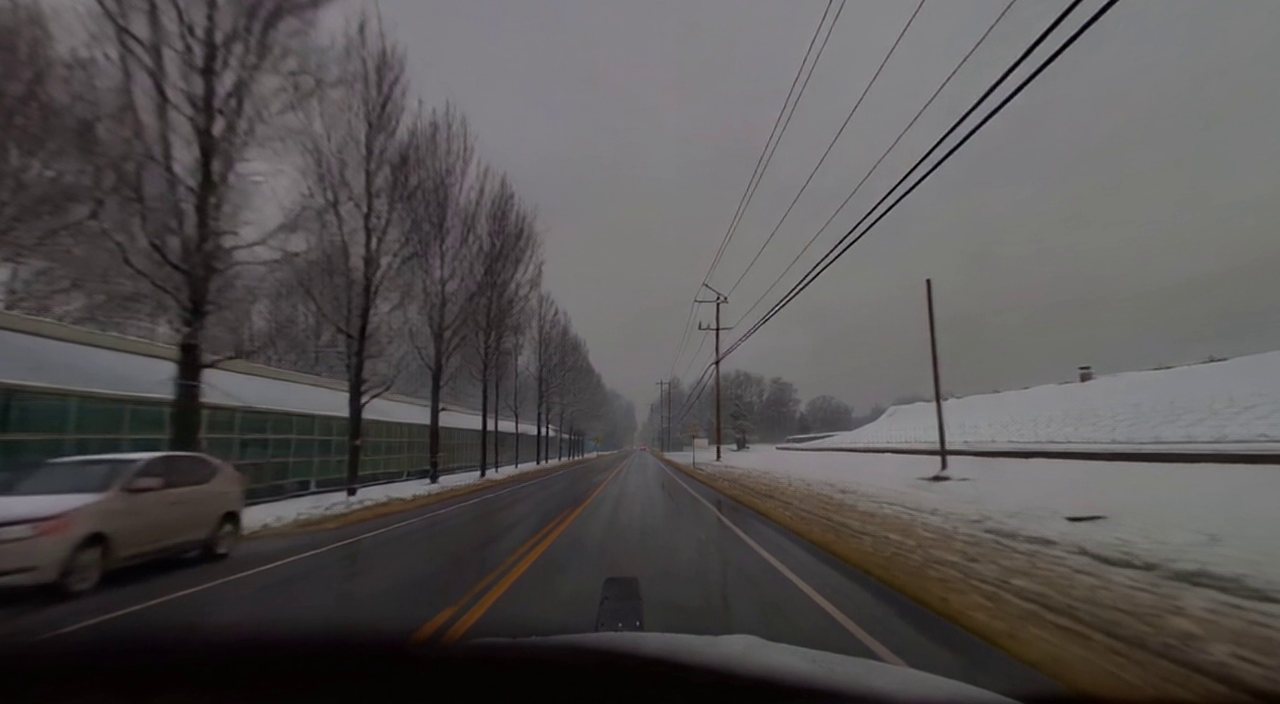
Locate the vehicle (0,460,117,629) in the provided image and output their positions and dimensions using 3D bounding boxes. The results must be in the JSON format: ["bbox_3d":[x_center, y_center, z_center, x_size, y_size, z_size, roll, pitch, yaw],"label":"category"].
[{"bbox_3d":[-8.122,1.817,6.026,4.525,1.499,1.934,0,-9,1],"label":"vehicle"}]

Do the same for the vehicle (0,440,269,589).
[{"bbox_3d":[-7.886,2.080,8.565,4.374,1.717,2.094,0,-9,2],"label":"vehicle"}]
